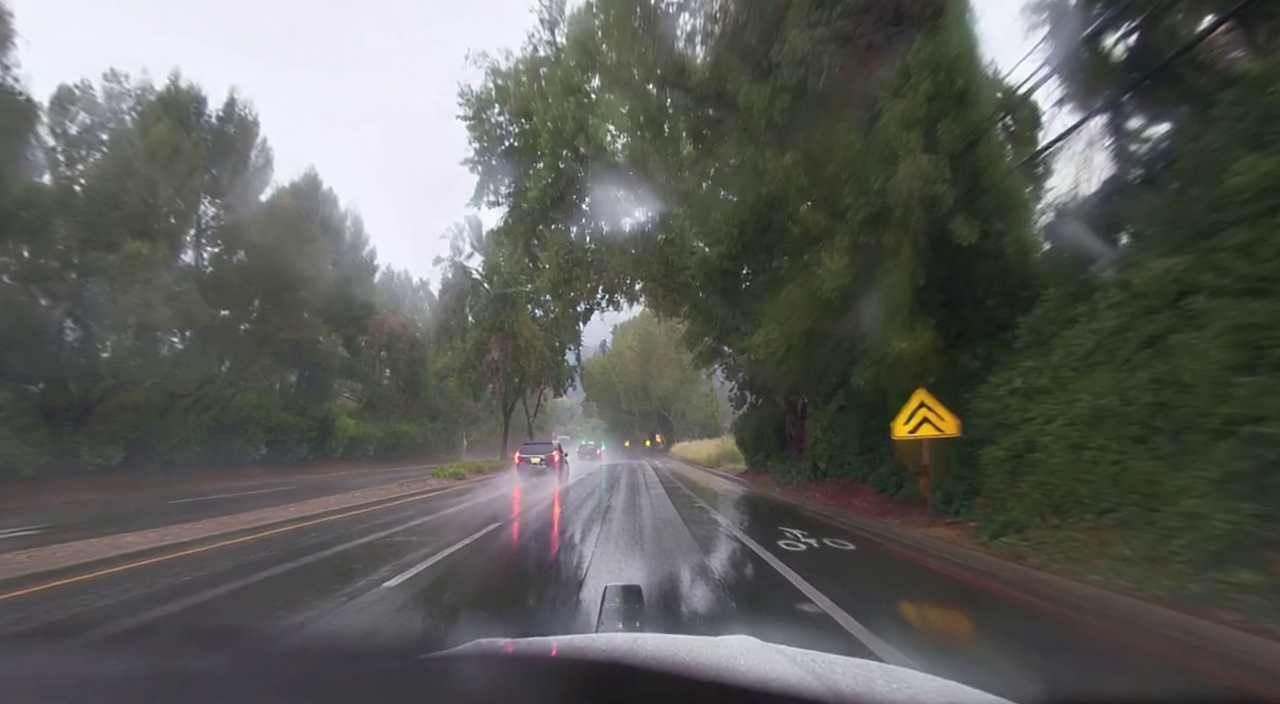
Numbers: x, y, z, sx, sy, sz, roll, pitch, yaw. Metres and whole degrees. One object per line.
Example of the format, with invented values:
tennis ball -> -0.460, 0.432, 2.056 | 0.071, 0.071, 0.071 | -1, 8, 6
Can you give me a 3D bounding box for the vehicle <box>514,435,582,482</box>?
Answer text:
vehicle -> -4.004, 4.743, 28.483 | 2.246, 1.885, 5.275 | 0, -9, 0
